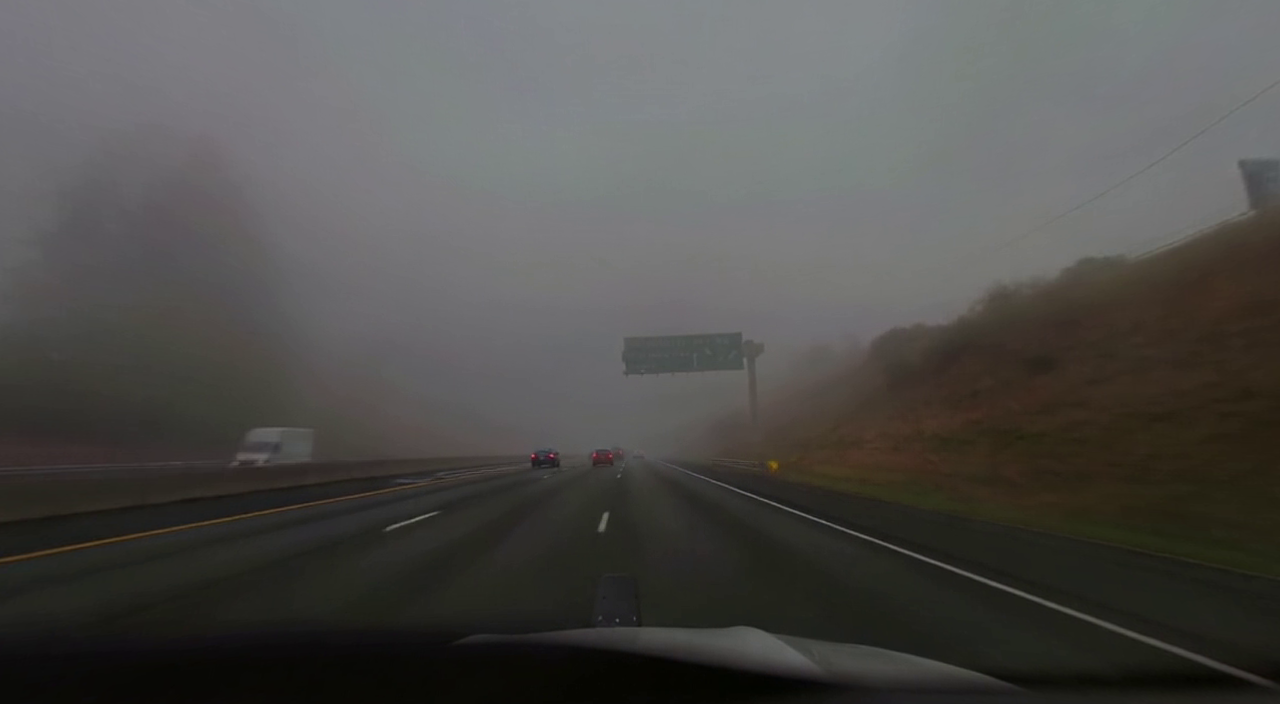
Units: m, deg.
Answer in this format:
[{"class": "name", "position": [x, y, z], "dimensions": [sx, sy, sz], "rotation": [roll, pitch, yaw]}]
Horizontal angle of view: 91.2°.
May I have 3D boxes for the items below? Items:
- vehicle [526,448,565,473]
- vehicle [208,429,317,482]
[{"class": "vehicle", "position": [-6.350, 7.321, 42.529], "dimensions": [2.028, 1.563, 4.734], "rotation": [0, -9, -1]}, {"class": "vehicle", "position": [-20.146, 5.555, 33.884], "dimensions": [2.319, 2.572, 5.944], "rotation": [0, -9, -2]}]
